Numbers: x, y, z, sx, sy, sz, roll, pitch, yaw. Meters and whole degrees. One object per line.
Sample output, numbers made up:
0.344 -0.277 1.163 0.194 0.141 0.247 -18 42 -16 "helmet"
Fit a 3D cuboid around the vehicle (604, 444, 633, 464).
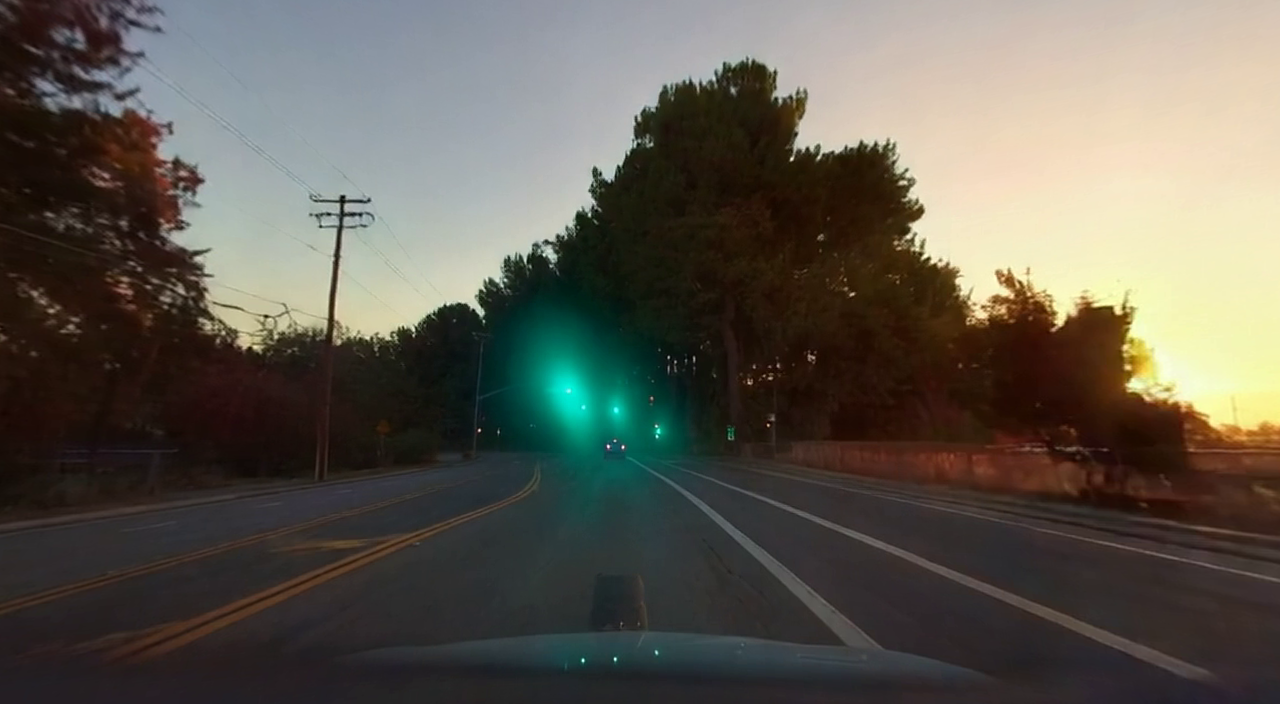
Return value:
-1.657 7.764 48.222 2.042 1.489 3.963 1 -9 -4 "vehicle"
